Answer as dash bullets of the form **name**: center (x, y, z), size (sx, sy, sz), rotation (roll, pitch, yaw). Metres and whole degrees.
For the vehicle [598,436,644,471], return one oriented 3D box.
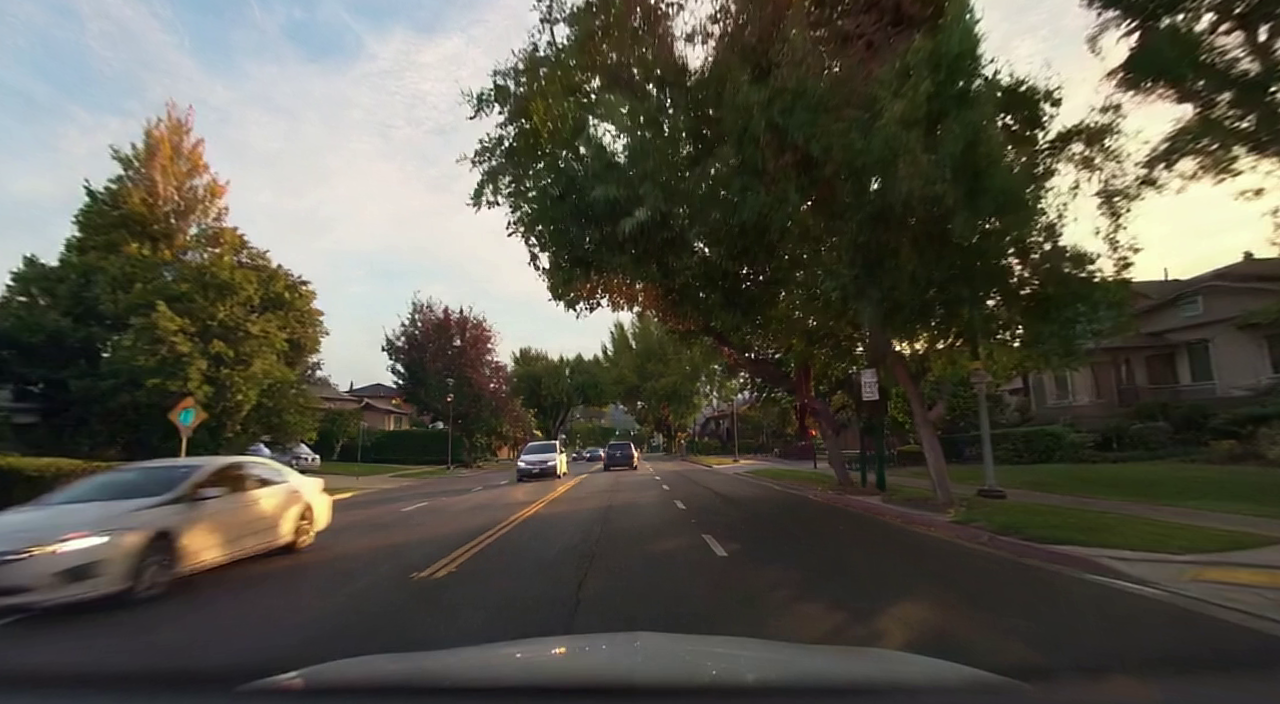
- **vehicle**: center (-1.075, 6.046, 37.688), size (2.554, 1.902, 5.329), rotation (0, -9, 0)

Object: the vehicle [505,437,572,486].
- **vehicle**: center (-4.107, 4.488, 26.178), size (2.037, 1.724, 4.512), rotation (-2, -9, -1)

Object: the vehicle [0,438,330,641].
- **vehicle**: center (-5.469, 1.781, 6.962), size (1.986, 1.470, 4.431), rotation (-3, -9, -2)
